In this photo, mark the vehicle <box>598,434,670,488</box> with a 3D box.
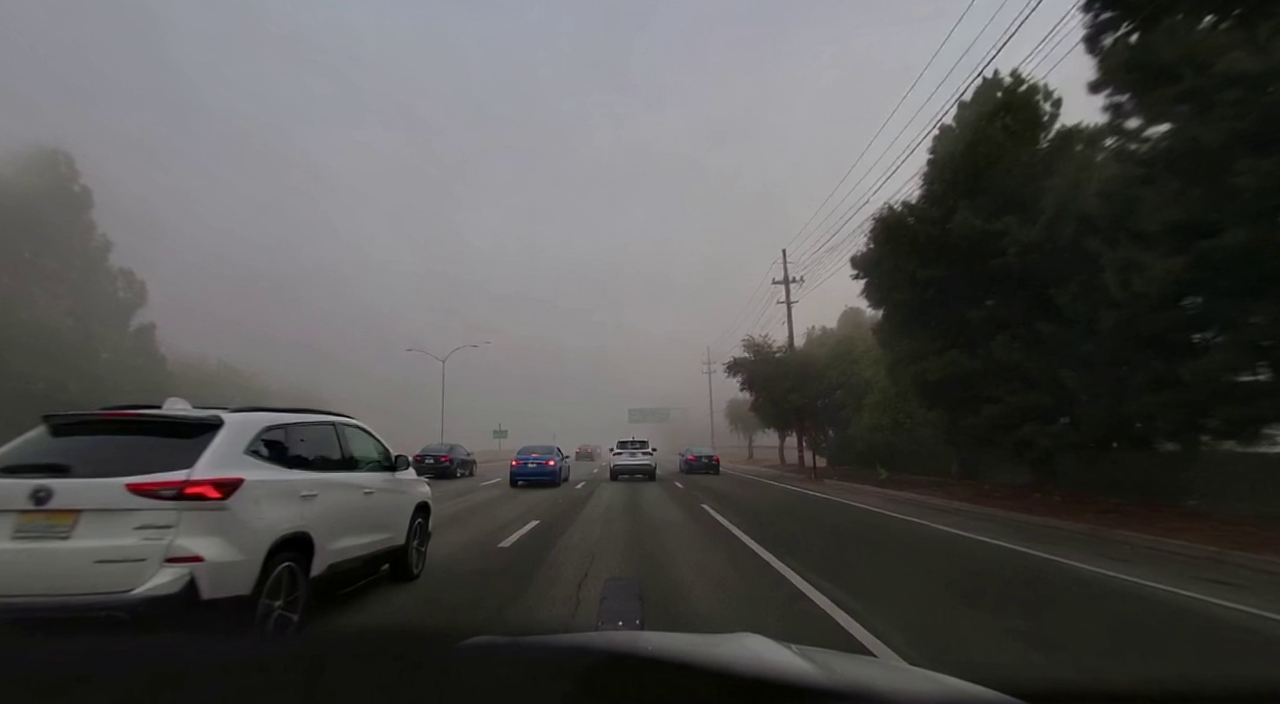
[{"bbox_3d":[-0.219,3.765,22.230,2.284,1.699,4.168,0,-8,-1],"label":"vehicle"}]

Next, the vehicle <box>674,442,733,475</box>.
[{"bbox_3d":[2.964,5.087,30.550,2.197,1.464,4.356,0,-8,-3],"label":"vehicle"}]

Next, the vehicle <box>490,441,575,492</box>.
[{"bbox_3d":[-3.357,3.648,20.581,1.958,1.447,4.454,0,-8,0],"label":"vehicle"}]

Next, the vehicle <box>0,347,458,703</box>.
[{"bbox_3d":[-3.251,1.175,4.895,2.277,1.728,4.661,0,-8,0],"label":"vehicle"}]
